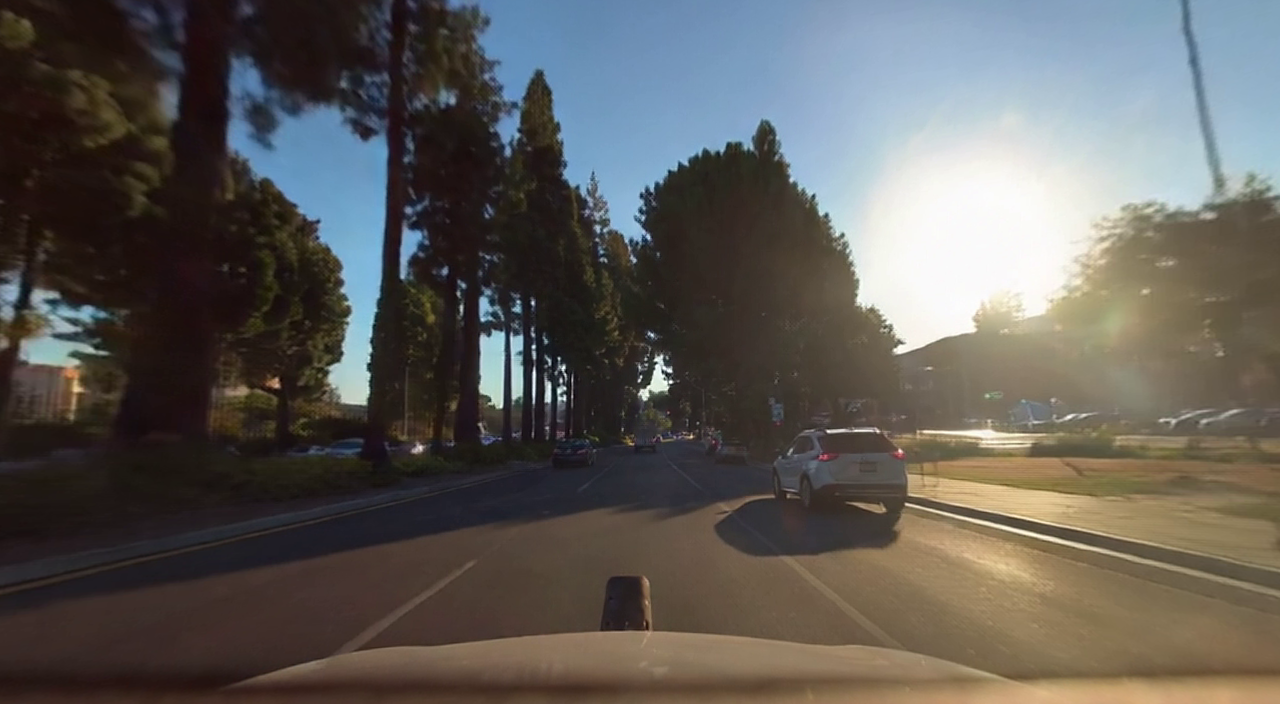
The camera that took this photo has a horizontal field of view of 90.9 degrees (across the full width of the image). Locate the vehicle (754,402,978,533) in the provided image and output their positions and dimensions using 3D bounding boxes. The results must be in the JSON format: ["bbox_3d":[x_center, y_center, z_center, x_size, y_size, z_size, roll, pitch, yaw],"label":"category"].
[{"bbox_3d":[4.022,2.220,12.752,2.381,2.008,5.971,0,-8,1],"label":"vehicle"}]

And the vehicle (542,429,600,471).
[{"bbox_3d":[-3.395,4.971,31.985,2.255,1.940,4.822,0,-8,2],"label":"vehicle"}]

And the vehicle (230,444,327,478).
[{"bbox_3d":[-17.137,5.150,30.169,1.819,1.470,4.631,0,-8,1],"label":"vehicle"}]

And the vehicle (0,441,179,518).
[{"bbox_3d":[-13.826,2.900,14.893,2.142,1.528,4.804,0,-8,1],"label":"vehicle"}]

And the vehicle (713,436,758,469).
[{"bbox_3d":[5.531,5.902,37.143,2.280,1.757,4.572,-1,-8,4],"label":"vehicle"}]

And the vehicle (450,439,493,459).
[{"bbox_3d":[-12.828,7.429,48.345,1.897,1.472,4.592,0,-8,2],"label":"vehicle"}]

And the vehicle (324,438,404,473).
[{"bbox_3d":[-13.652,5.135,31.464,2.181,1.604,3.944,0,-8,1],"label":"vehicle"}]
